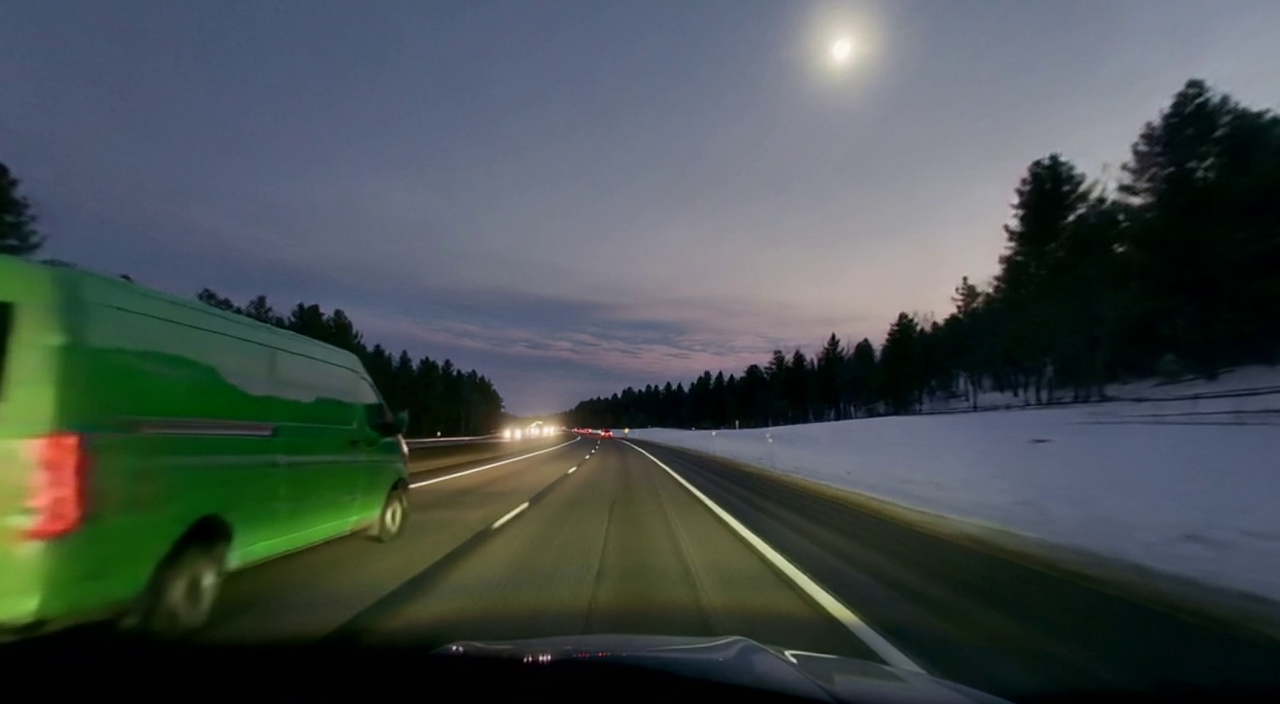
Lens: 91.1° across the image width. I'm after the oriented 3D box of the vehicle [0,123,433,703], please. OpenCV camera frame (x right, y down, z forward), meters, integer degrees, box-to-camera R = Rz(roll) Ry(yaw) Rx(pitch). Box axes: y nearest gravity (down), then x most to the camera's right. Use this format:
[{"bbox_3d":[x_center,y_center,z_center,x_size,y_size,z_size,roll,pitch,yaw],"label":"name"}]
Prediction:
[{"bbox_3d":[-3.818,0.685,4.865,2.561,2.509,5.465,0,-8,0],"label":"vehicle"}]
